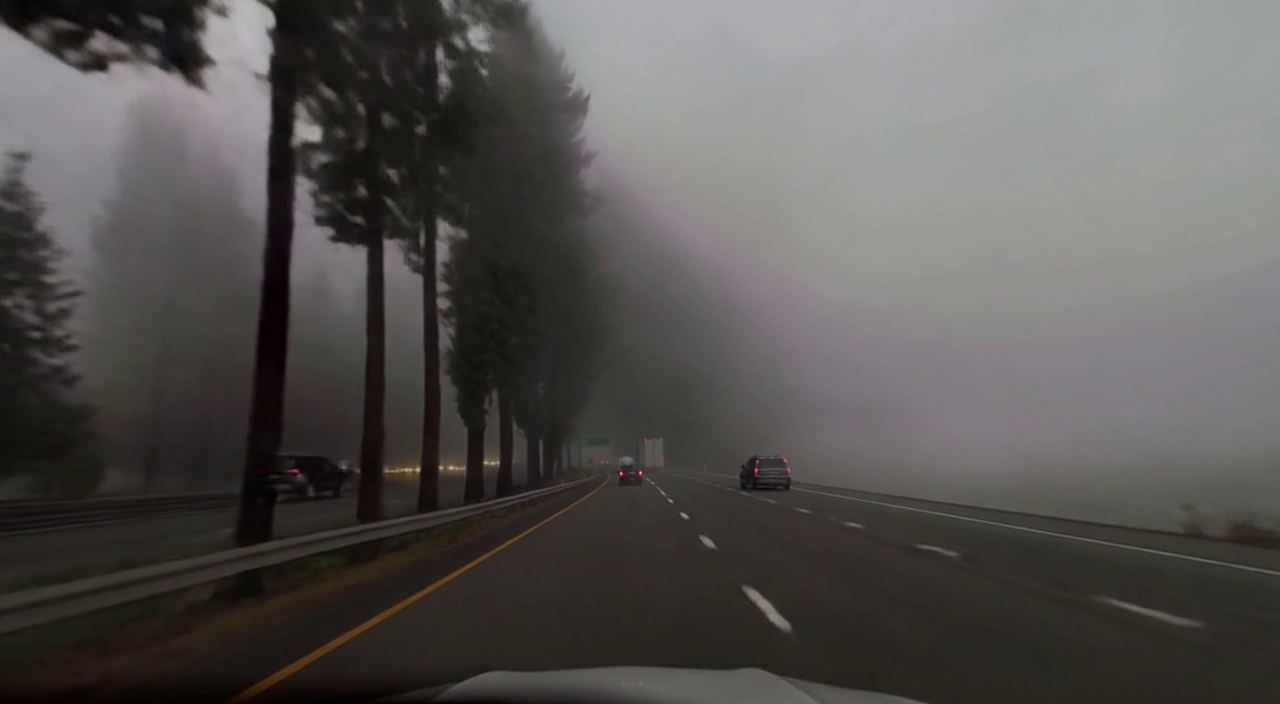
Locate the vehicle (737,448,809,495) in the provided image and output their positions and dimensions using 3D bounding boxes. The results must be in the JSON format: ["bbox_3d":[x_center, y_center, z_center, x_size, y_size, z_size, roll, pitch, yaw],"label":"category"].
[{"bbox_3d":[5.581,5.127,27.138,1.998,1.776,4.663,1,-10,-1],"label":"vehicle"}]

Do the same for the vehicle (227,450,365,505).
[{"bbox_3d":[-11.538,4.274,21.635,1.952,1.618,4.859,1,-10,0],"label":"vehicle"}]

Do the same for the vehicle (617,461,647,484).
[{"bbox_3d":[-0.610,8.461,44.218,1.987,1.467,3.903,1,-10,-2],"label":"vehicle"}]
